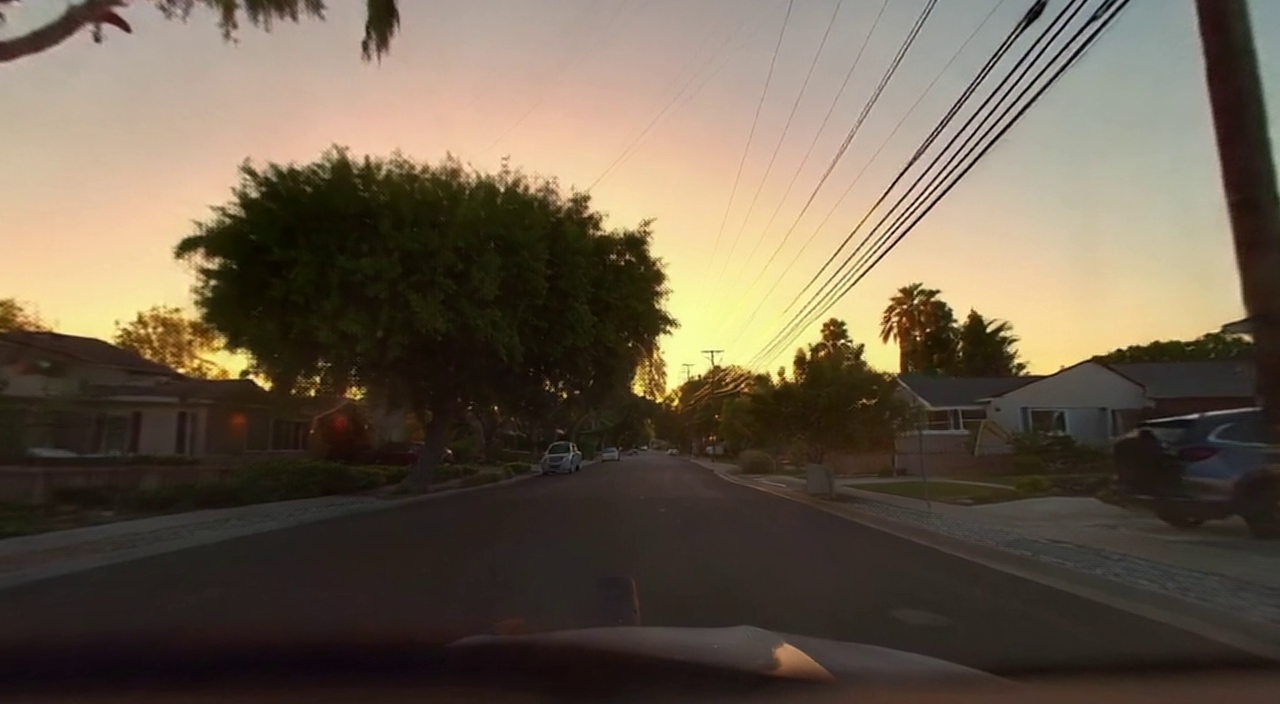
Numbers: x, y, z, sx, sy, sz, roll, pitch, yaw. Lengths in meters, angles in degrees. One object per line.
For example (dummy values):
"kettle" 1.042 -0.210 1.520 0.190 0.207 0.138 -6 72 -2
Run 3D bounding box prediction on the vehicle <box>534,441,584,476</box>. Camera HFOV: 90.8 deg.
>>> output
"vehicle" -5.558 7.477 44.358 2.739 2.164 6.065 -2 -10 -1

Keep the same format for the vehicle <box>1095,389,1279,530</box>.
"vehicle" 10.676 1.591 9.569 5.693 1.886 2.235 0 -9 2

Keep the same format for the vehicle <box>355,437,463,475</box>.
"vehicle" -12.547 5.698 34.609 5.033 1.997 2.126 0 -9 0
